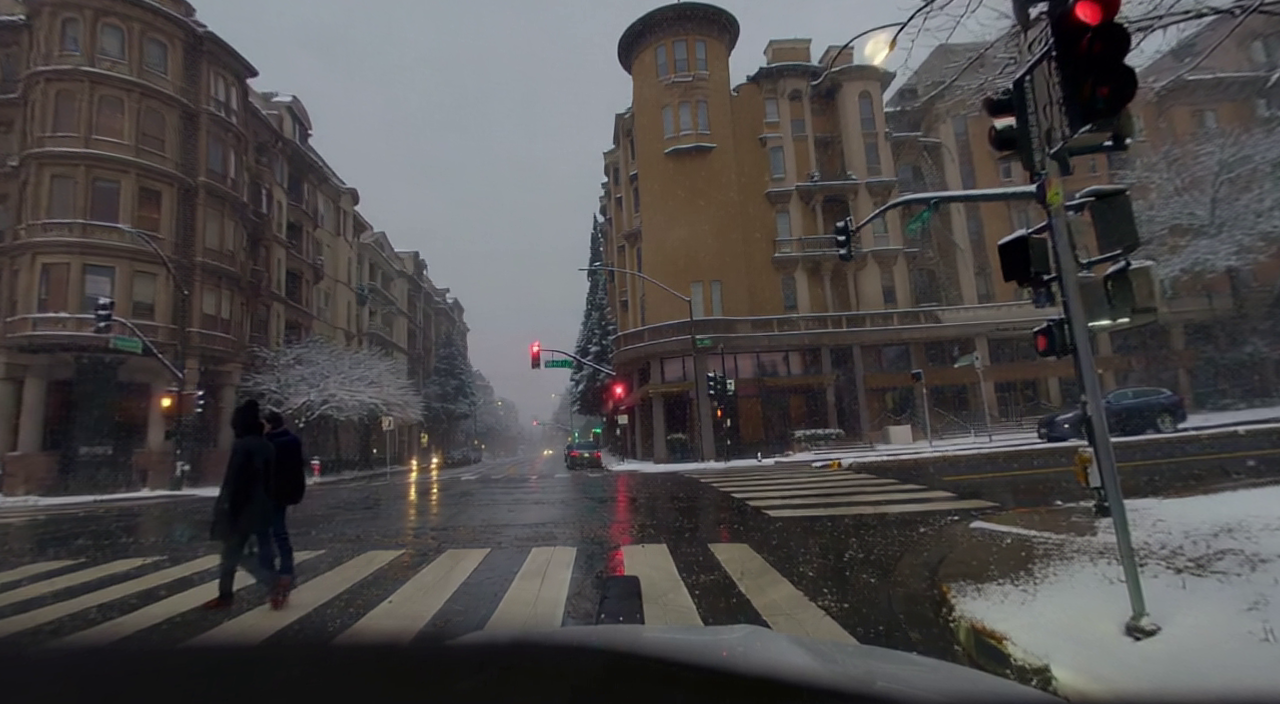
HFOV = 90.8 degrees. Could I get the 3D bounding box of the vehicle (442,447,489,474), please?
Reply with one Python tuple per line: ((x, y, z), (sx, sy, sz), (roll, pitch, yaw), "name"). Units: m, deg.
((-10.444, 6.476, 38.107), (2.196, 1.503, 4.371), (1, -9, -8), "vehicle")
